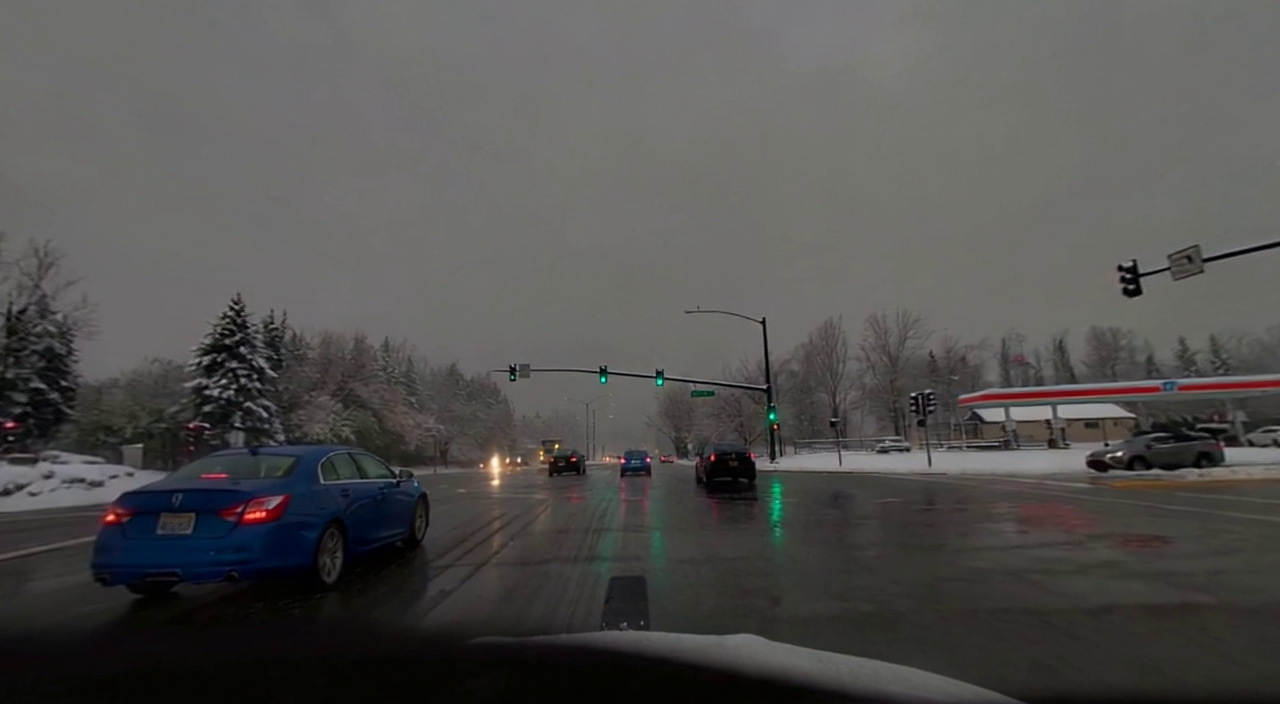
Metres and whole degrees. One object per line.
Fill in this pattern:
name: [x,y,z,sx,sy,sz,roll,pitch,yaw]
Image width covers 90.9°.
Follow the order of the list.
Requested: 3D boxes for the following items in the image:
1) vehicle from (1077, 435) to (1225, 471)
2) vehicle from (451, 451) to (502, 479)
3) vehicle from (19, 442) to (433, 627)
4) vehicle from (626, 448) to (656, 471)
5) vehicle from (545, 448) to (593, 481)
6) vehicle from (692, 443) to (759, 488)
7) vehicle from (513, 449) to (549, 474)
vehicle: [21.346,4.217,26.462,4.573,1.419,1.840,0,-8,-1]
vehicle: [-11.447,7.891,44.430,2.130,1.672,4.549,-4,-8,3]
vehicle: [-4.083,1.805,7.364,1.803,1.463,4.422,0,-8,1]
vehicle: [0.049,7.276,42.810,1.934,1.470,3.988,0,-8,-1]
vehicle: [-3.454,5.547,31.327,1.841,1.474,4.038,-1,-8,1]
vehicle: [3.035,4.127,23.249,1.883,1.465,3.975,0,-8,-1]
vehicle: [-8.347,8.372,48.600,1.922,1.660,4.332,-3,-8,1]
